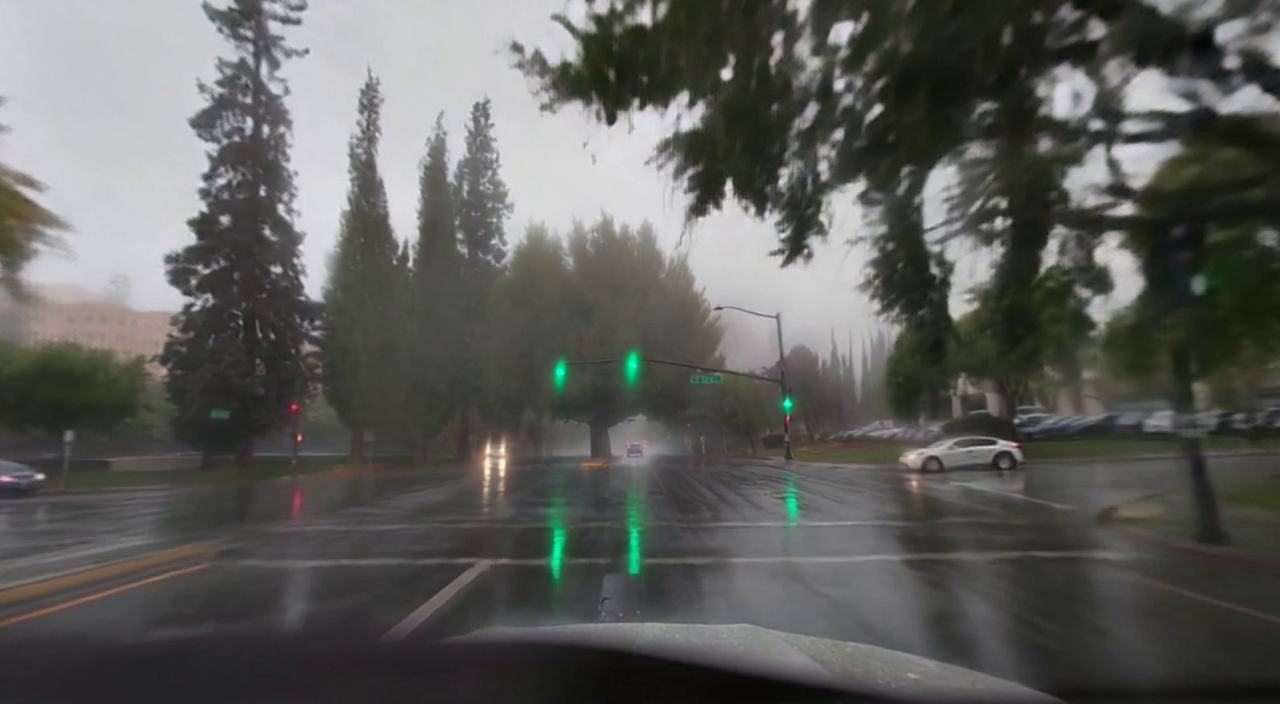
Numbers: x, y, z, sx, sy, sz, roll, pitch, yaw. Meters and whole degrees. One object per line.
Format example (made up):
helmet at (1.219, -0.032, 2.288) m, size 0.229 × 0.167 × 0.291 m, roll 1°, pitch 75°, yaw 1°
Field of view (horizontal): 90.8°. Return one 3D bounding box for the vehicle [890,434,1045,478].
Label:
vehicle at (12.061, 3.861, 23.505) m, size 4.611 × 1.505 × 2.029 m, roll 0°, pitch -9°, yaw -1°
